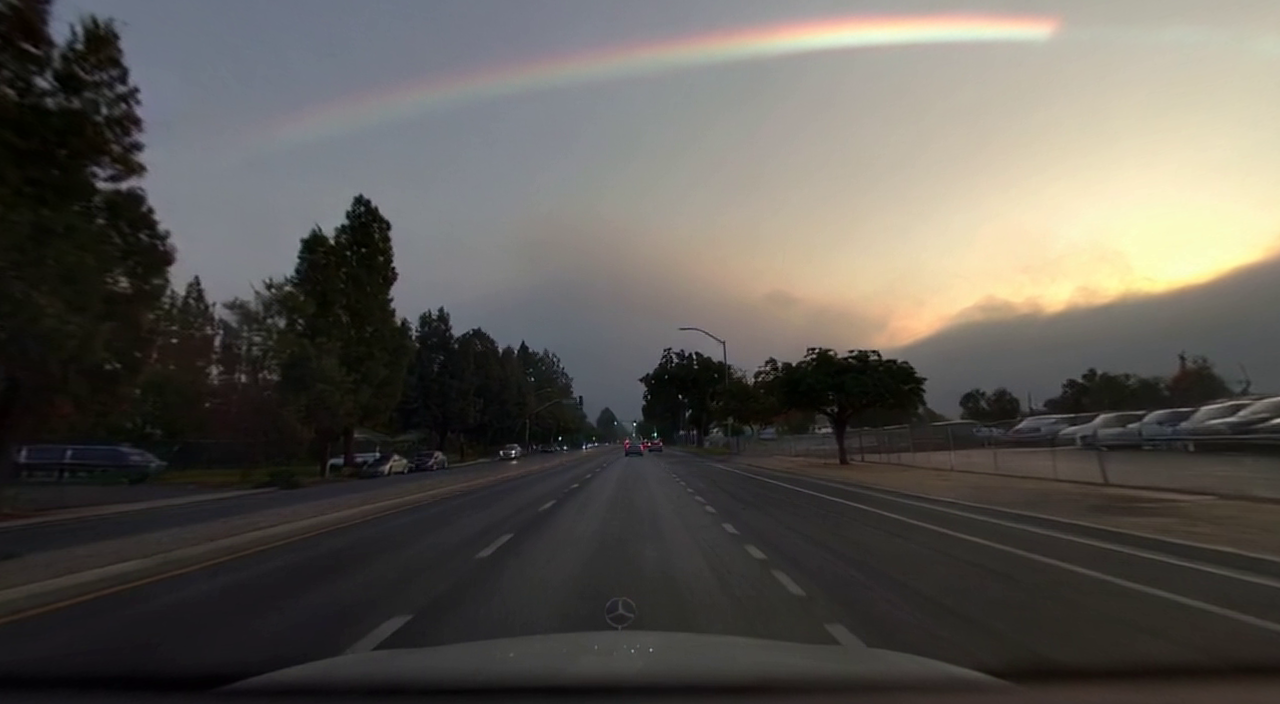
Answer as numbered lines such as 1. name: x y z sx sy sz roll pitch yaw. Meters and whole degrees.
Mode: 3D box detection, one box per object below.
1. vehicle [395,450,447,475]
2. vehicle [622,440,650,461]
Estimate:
1. vehicle: -14.689 7.426 42.574 1.959 1.489 4.550 -2 -9 -1
2. vehicle: -0.350 7.469 47.959 1.984 1.439 4.171 0 -8 -1
